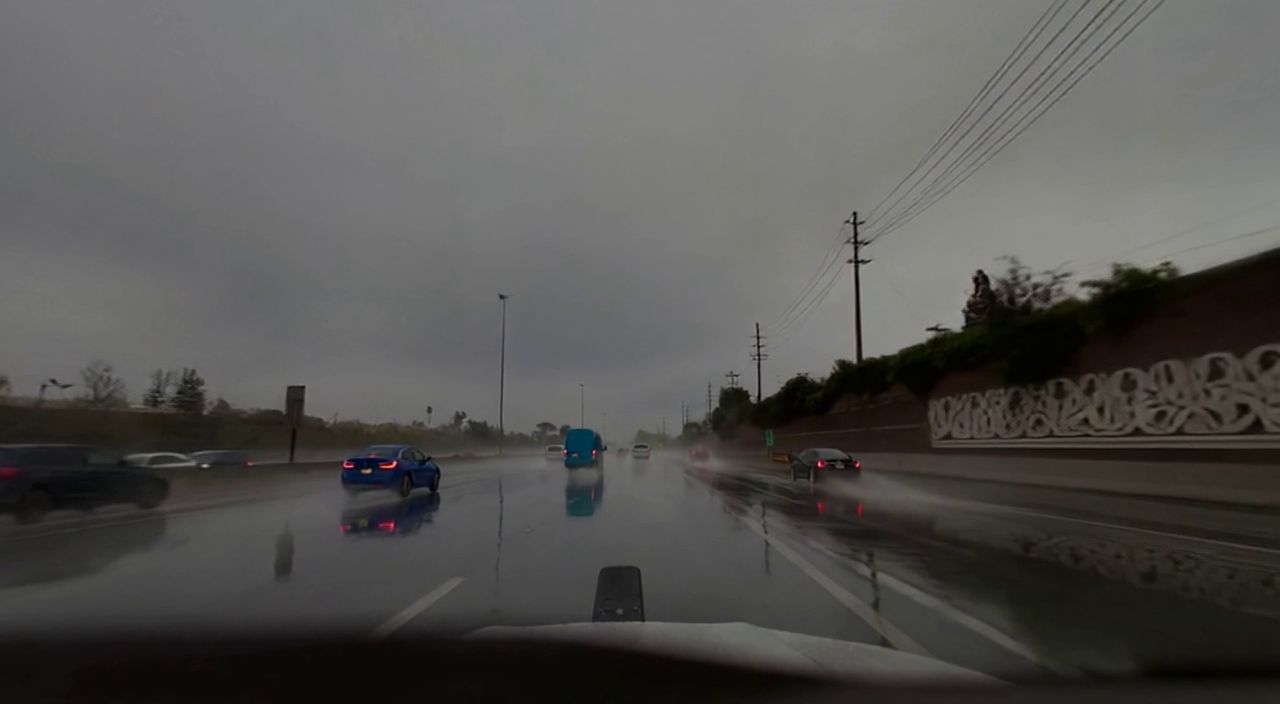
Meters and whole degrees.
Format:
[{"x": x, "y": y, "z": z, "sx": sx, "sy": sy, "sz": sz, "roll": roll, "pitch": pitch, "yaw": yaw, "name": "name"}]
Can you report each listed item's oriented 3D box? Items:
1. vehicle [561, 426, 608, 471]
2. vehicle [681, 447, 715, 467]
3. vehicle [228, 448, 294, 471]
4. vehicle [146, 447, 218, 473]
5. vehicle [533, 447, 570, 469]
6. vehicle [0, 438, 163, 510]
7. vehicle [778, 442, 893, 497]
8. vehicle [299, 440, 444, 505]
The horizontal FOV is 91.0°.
[{"x": -3.454, "y": 6.205, "z": 40.529, "sx": 2.395, "sy": 2.660, "sz": 5.827, "roll": 0, "pitch": -9, "yaw": 1, "name": "vehicle"}, {"x": 4.425, "y": 8.033, "z": 48.364, "sx": 2.095, "sy": 1.504, "sz": 4.536, "roll": 0, "pitch": -9, "yaw": -1, "name": "vehicle"}, {"x": -29.089, "y": 8.242, "z": 48.544, "sx": 2.070, "sy": 1.690, "sz": 4.801, "roll": 0, "pitch": -9, "yaw": 1, "name": "vehicle"}, {"x": -32.923, "y": 7.773, "z": 45.423, "sx": 2.039, "sy": 1.759, "sz": 4.072, "roll": 0, "pitch": -9, "yaw": 2, "name": "vehicle"}, {"x": -6.387, "y": 7.662, "z": 45.874, "sx": 1.944, "sy": 1.490, "sz": 4.442, "roll": 0, "pitch": -9, "yaw": 1, "name": "vehicle"}, {"x": -14.922, "y": 2.970, "z": 15.714, "sx": 2.039, "sy": 1.538, "sz": 5.037, "roll": 0, "pitch": -9, "yaw": 1, "name": "vehicle"}, {"x": 5.846, "y": 3.547, "z": 19.461, "sx": 2.052, "sy": 1.470, "sz": 4.364, "roll": 0, "pitch": -9, "yaw": -2, "name": "vehicle"}, {"x": -7.107, "y": 3.209, "z": 17.275, "sx": 1.967, "sy": 1.525, "sz": 4.458, "roll": 0, "pitch": -9, "yaw": 1, "name": "vehicle"}]
